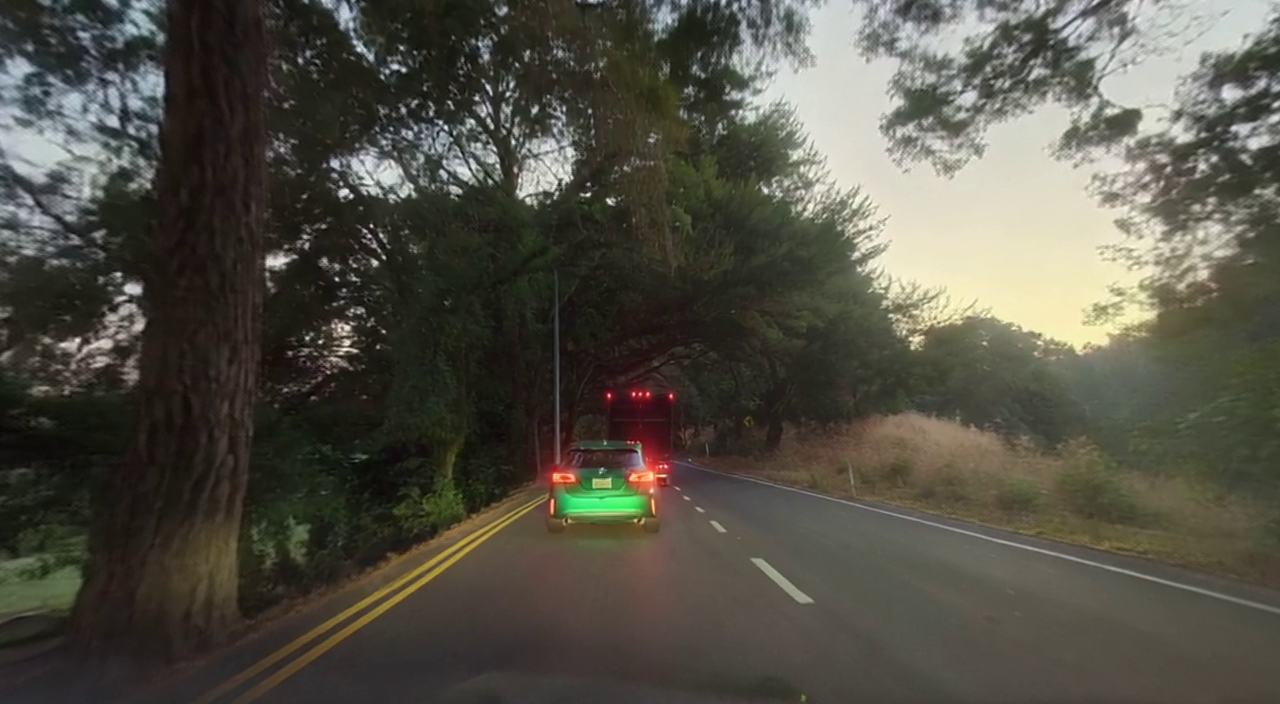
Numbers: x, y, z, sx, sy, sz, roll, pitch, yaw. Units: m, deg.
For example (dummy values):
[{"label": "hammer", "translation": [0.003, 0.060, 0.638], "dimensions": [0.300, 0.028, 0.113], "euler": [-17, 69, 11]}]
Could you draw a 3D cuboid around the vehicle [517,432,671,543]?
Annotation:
[{"label": "vehicle", "translation": [-0.612, 2.143, 10.605], "dimensions": [2.076, 1.490, 4.078], "euler": [0, -9, 0]}]
